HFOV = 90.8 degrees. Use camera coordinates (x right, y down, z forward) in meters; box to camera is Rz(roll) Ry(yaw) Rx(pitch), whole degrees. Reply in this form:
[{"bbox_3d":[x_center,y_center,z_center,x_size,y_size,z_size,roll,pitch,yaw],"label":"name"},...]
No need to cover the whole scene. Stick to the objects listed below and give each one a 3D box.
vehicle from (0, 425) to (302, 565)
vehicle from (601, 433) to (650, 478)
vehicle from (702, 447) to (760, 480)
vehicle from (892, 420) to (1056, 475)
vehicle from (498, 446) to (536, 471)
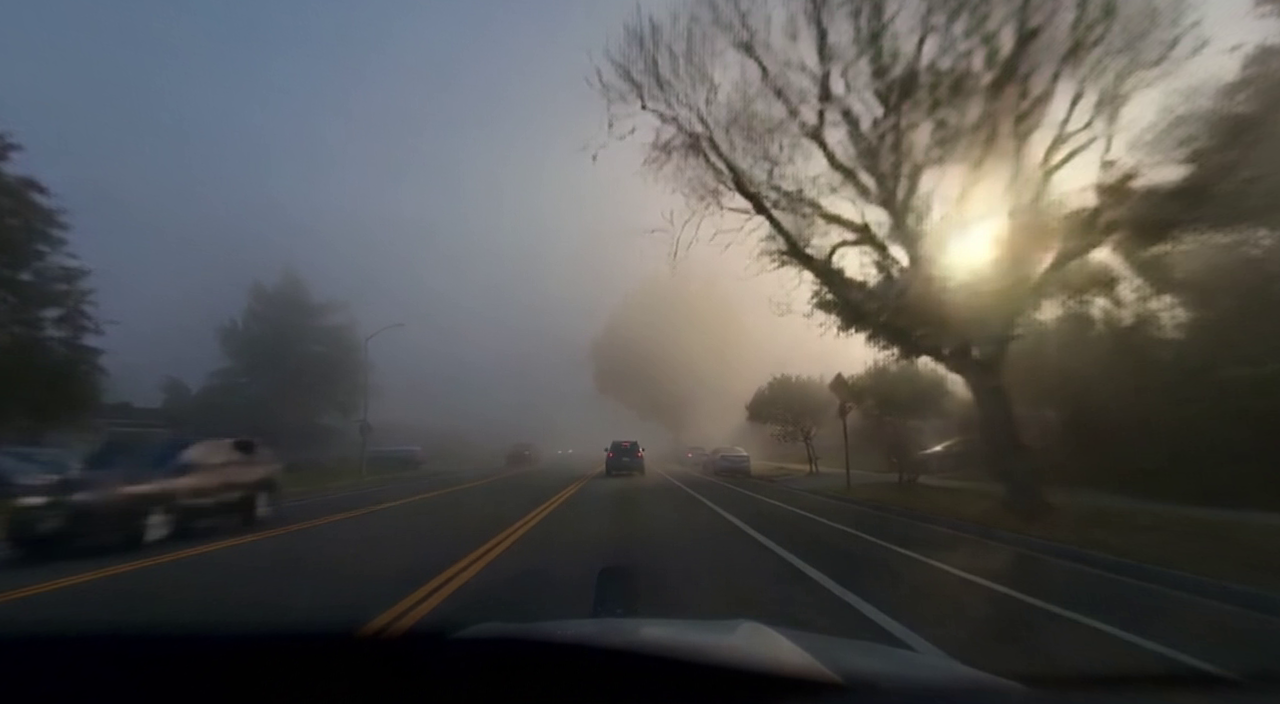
[{"bbox_3d":[-8.201,2.254,10.856,2.114,1.811,4.949,0,-8,-1],"label":"vehicle"},{"bbox_3d":[-0.647,4.930,30.235,2.153,1.942,4.767,0,-8,-1],"label":"vehicle"},{"bbox_3d":[4.321,5.353,30.730,1.963,1.469,4.709,0,-9,-2],"label":"vehicle"},{"bbox_3d":[12.331,3.556,23.597,4.870,1.926,2.094,0,-9,-1],"label":"vehicle"},{"bbox_3d":[-8.764,7.613,45.474,1.945,1.712,4.240,0,-8,-1],"label":"vehicle"}]
